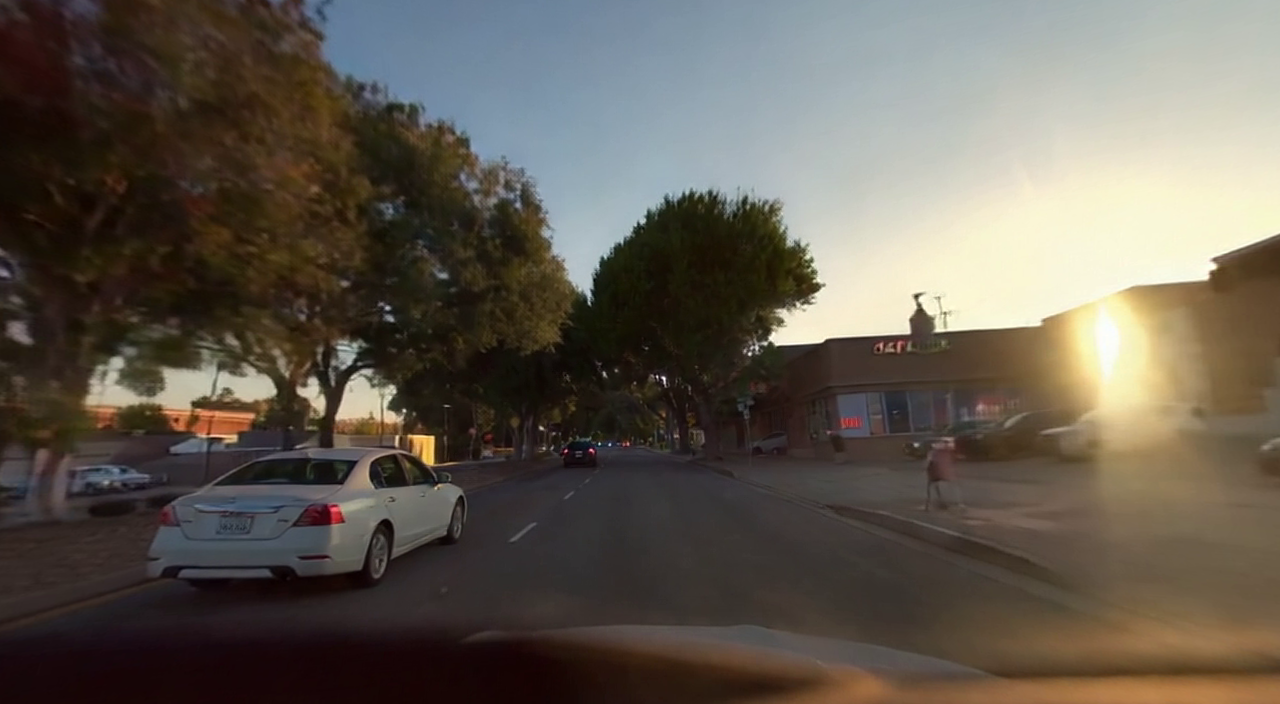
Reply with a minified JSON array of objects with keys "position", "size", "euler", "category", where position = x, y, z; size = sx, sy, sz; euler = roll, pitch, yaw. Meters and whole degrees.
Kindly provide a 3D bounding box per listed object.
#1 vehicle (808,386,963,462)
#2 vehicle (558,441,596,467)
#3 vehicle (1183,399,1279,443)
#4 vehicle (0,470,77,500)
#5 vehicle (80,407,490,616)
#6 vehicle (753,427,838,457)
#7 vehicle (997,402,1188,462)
[{"position":[12.156,3.624,31.809],"size":[6.427,3.417,2.845],"euler":[-2,-8,-2],"category":"vehicle"},{"position":[-3.798,6.253,38.774],"size":[1.955,1.461,4.396],"euler":[0,-9,-1],"category":"vehicle"},{"position":[24.822,2.727,25.067],"size":[4.799,1.606,1.930],"euler":[-1,-9,-3],"category":"vehicle"},{"position":[-36.387,7.841,37.445],"size":[1.965,1.470,4.482],"euler":[0,-9,-3],"category":"vehicle"},{"position":[-3.411,1.632,7.434],"size":[2.126,1.655,4.560],"euler":[0,-9,0],"category":"vehicle"},{"position":[10.463,6.099,42.766],"size":[5.130,1.902,2.056],"euler":[-1,-9,-2],"category":"vehicle"},{"position":[13.271,2.400,18.741],"size":[4.165,1.650,1.946],"euler":[0,-9,-3],"category":"vehicle"}]
